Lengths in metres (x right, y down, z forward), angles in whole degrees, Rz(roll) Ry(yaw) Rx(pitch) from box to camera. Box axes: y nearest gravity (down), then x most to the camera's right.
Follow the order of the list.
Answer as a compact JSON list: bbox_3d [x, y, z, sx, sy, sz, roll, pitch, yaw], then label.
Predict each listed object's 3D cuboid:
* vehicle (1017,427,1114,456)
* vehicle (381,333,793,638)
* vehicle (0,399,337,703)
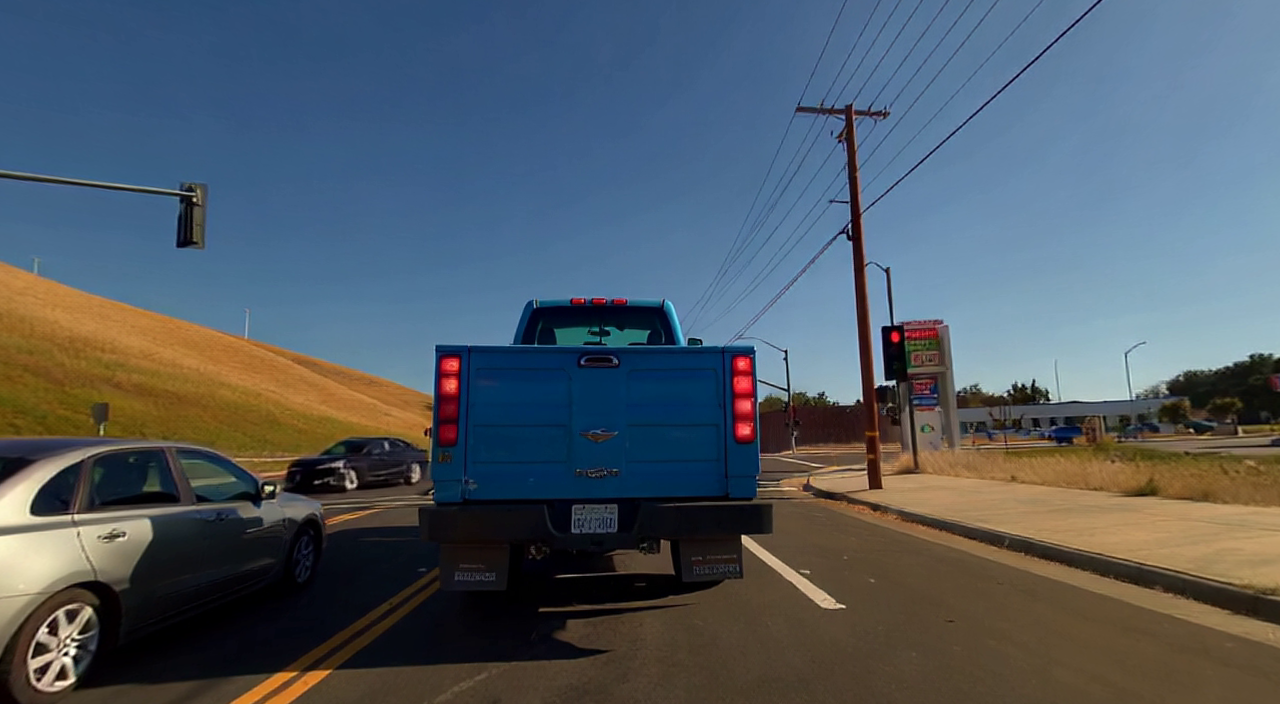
[{"bbox_3d":[25.569,5.395,37.926,4.419,1.496,1.854,-2,-9,1],"label":"vehicle"},{"bbox_3d":[-0.422,1.323,7.209,2.859,2.144,5.406,0,-9,-1],"label":"vehicle"},{"bbox_3d":[-3.960,1.188,3.982,2.017,1.555,4.150,-1,-9,0],"label":"vehicle"}]
